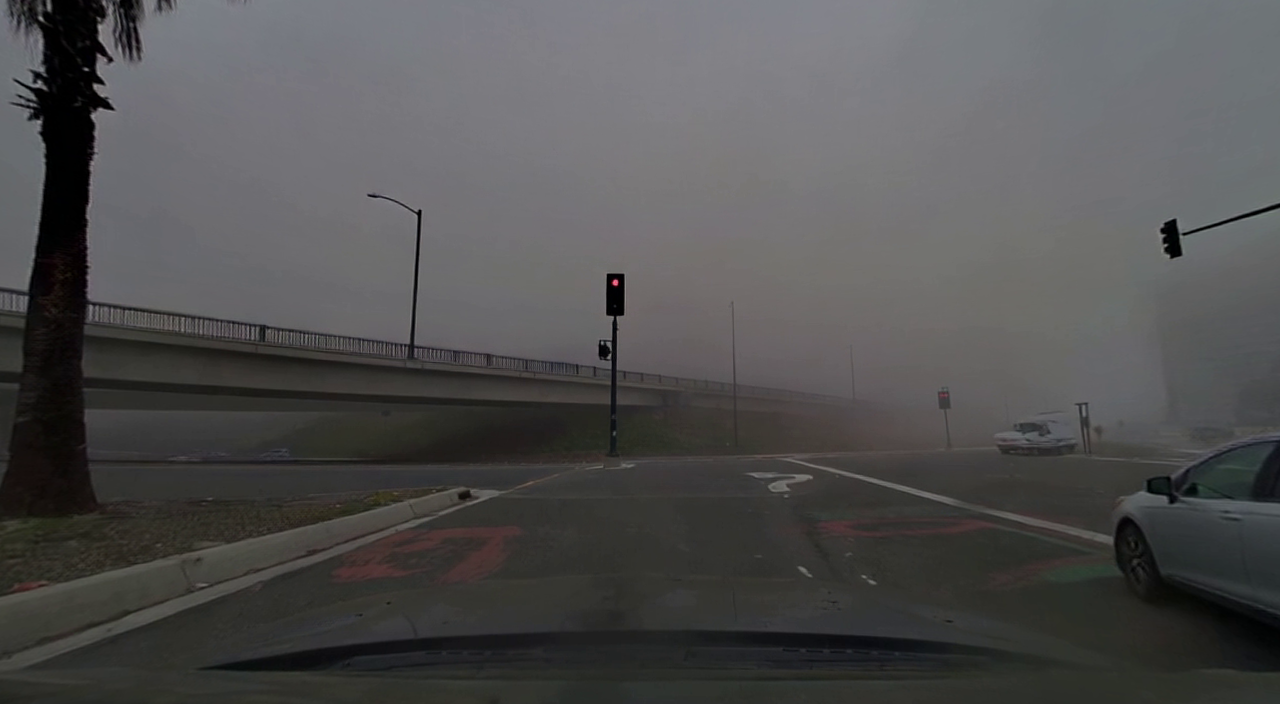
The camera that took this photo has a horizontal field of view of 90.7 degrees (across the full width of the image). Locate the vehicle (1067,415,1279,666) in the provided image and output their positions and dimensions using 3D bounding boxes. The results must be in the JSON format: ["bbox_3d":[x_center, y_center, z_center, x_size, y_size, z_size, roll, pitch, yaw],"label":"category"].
[{"bbox_3d":[4.845,1.152,3.959,1.959,1.485,4.628,-2,-9,13],"label":"vehicle"}]
